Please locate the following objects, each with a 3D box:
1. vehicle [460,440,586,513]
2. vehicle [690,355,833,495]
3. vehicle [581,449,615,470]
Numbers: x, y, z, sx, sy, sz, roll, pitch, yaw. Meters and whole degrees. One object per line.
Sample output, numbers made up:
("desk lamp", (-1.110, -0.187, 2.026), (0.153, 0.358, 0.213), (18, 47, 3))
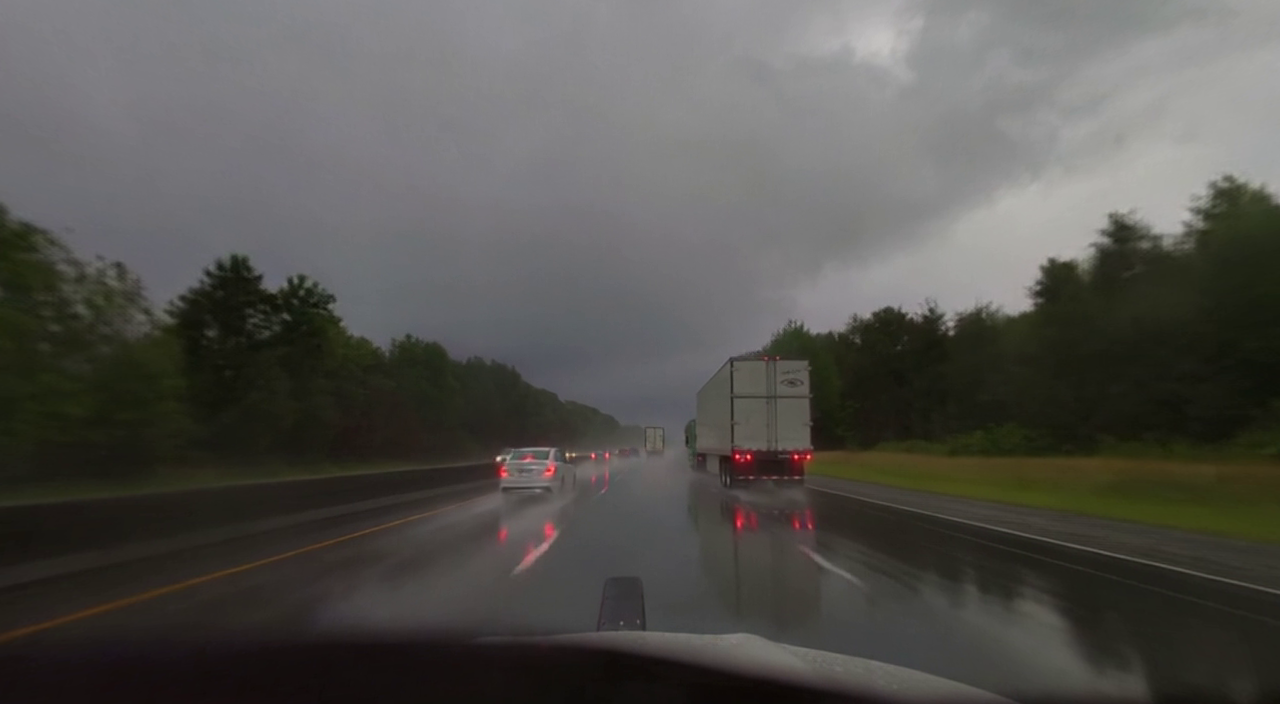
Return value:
("vehicle", (-2.713, 3.041, 15.943), (2.104, 1.526, 4.940), (0, -9, 2))
("vehicle", (4.101, 3.232, 25.679), (2.974, 4.083, 14.389), (0, -9, 0))
("vehicle", (-3.062, 7.953, 46.901), (2.121, 1.445, 4.651), (0, -9, 1))
